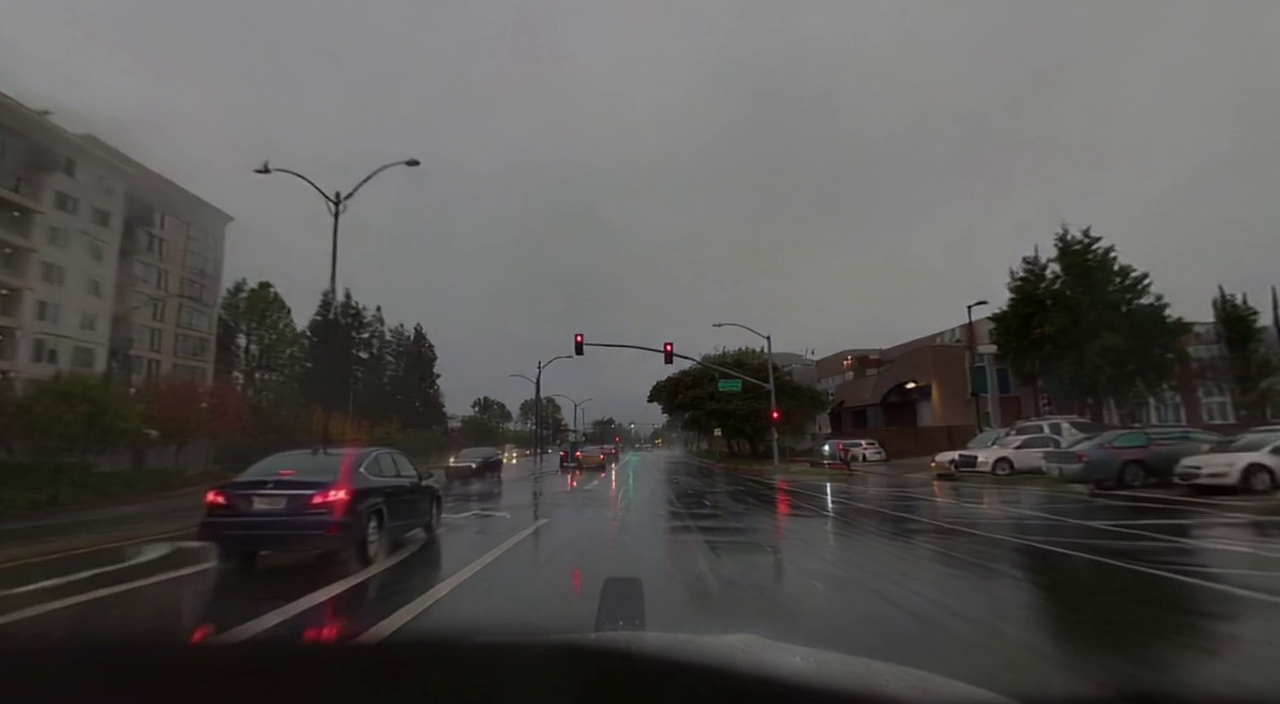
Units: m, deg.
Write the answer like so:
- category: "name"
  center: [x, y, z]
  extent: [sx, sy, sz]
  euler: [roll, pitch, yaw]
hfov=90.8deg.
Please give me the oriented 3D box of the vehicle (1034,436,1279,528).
- category: "vehicle"
  center: [10.530, 2.545, 12.992]
  extent: [1.853, 1.548, 4.340]
  euler: [0, -9, -3]

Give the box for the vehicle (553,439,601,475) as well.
- category: "vehicle"
  center: [-3.581, 6.063, 36.692]
  extent: [2.220, 1.888, 4.904]
  euler: [0, -9, 1]

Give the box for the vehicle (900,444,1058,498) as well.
- category: "vehicle"
  center: [10.047, 3.545, 19.312]
  extent: [2.045, 1.418, 4.869]
  euler: [0, -9, -1]

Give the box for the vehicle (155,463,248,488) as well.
- category: "vehicle"
  center: [-27.810, 7.813, 40.120]
  extent: [4.658, 1.478, 1.968]
  euler: [-1, -9, 7]

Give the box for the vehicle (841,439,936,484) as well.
- category: "vehicle"
  center: [9.999, 4.434, 25.819]
  extent: [1.992, 1.664, 4.246]
  euler: [0, -9, -2]

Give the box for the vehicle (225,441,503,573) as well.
- category: "vehicle"
  center: [-3.583, 2.076, 9.359]
  extent: [2.144, 1.447, 4.421]
  euler: [0, -9, 0]
